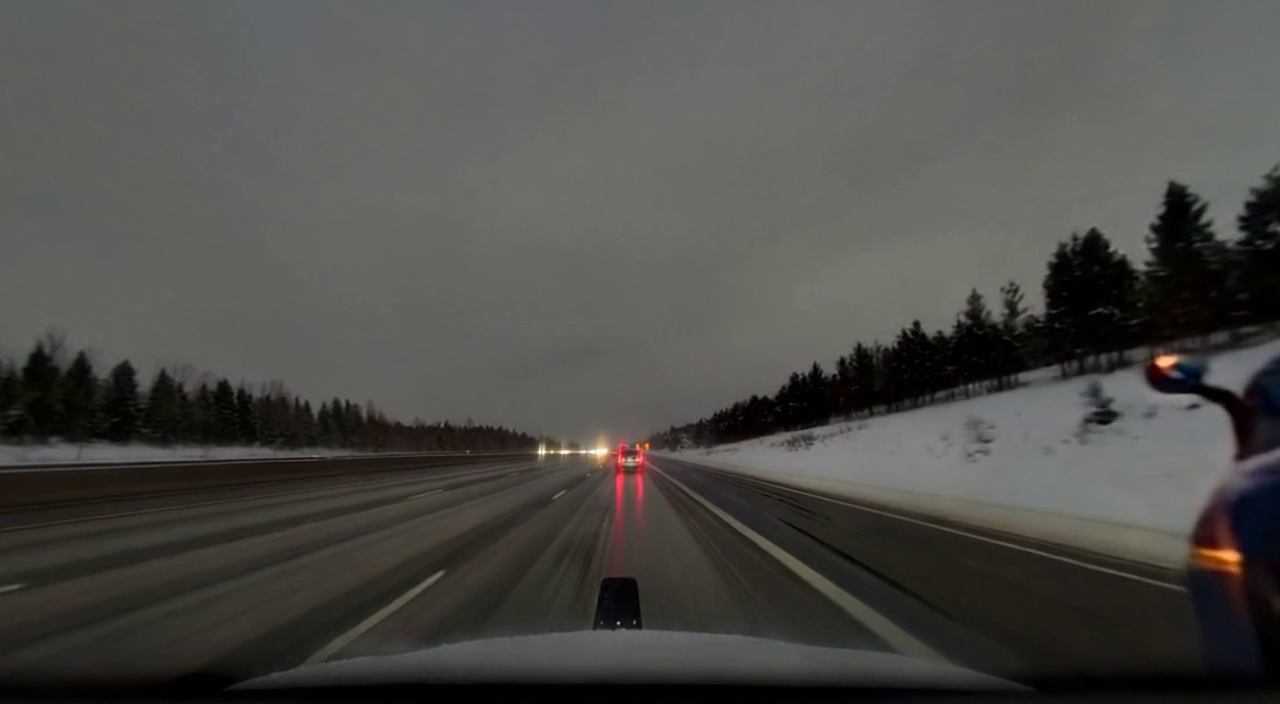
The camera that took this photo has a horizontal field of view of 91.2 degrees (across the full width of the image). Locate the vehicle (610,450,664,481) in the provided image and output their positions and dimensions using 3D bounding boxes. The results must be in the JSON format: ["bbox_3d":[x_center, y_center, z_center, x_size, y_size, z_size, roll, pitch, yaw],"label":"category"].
[{"bbox_3d":[-0.265,5.498,30.738,2.398,1.336,5.698,0,-9,-2],"label":"vehicle"}]
